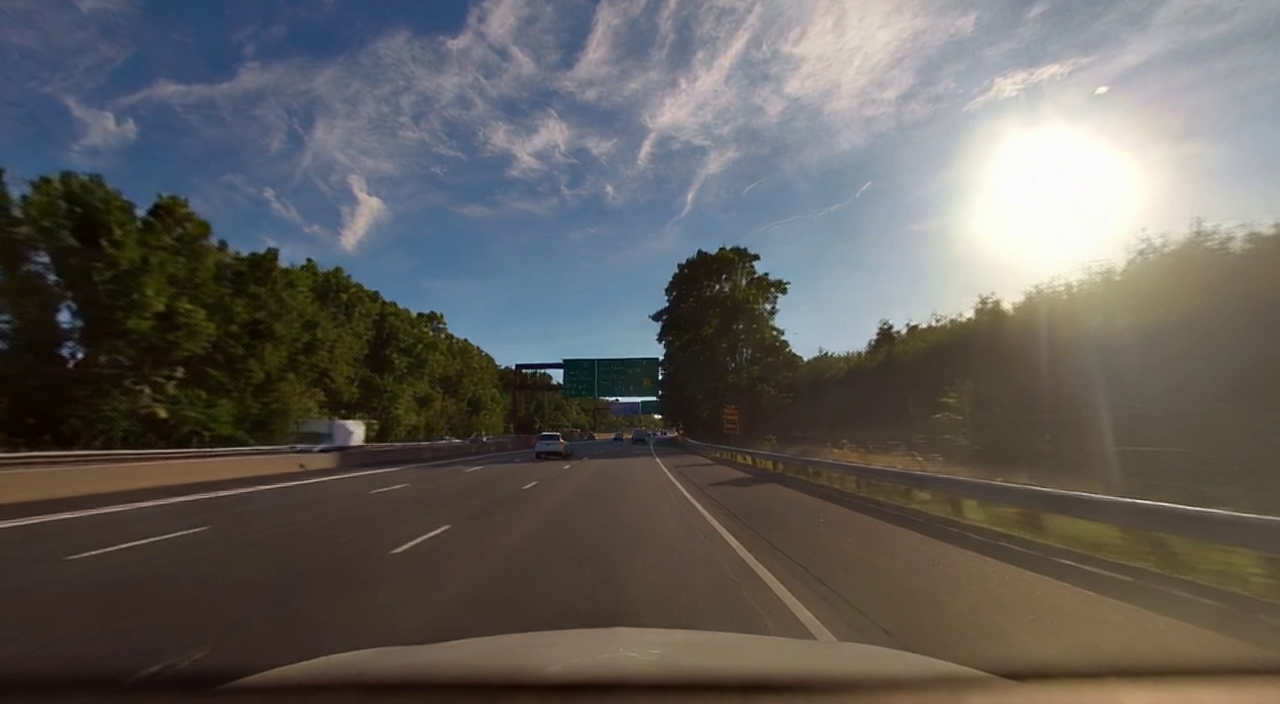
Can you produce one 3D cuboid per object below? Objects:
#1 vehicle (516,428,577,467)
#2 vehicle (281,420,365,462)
[{"bbox_3d":[-4.231,4.377,29.137,2.052,1.626,4.514,0,-8,1],"label":"vehicle"},{"bbox_3d":[-20.177,5.686,40.511,2.278,2.502,5.936,0,-8,0],"label":"vehicle"}]
